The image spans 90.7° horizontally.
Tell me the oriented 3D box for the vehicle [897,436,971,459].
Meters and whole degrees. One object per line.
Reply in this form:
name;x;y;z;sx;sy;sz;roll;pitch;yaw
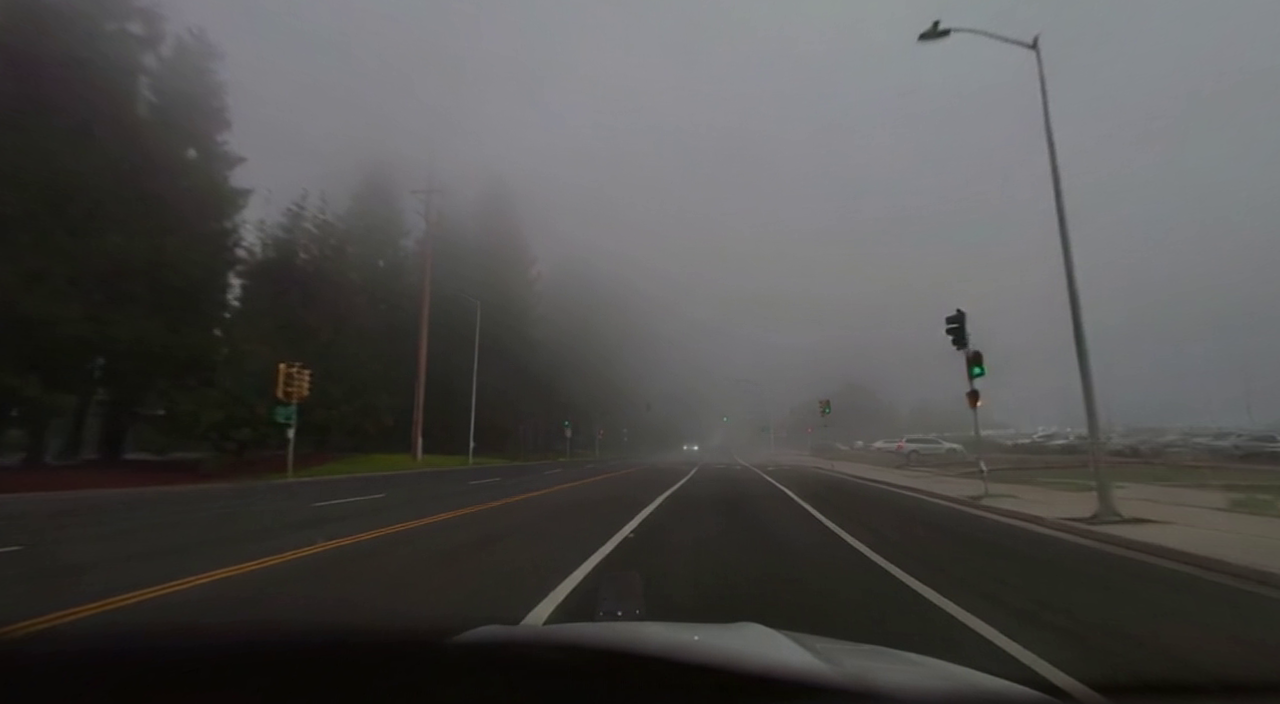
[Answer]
vehicle;18.983;6.159;40.992;3.991;1.437;1.679;-1;-9;8

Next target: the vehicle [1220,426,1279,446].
vehicle;47.471;6.542;48.797;1.758;1.451;4.282;-1;-9;7

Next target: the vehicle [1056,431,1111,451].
vehicle;34.932;7.068;49.965;1.805;1.466;4.236;-2;-9;9

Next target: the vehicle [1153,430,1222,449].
vehicle;42.650;6.845;49.380;1.828;1.452;4.242;-1;-9;5
